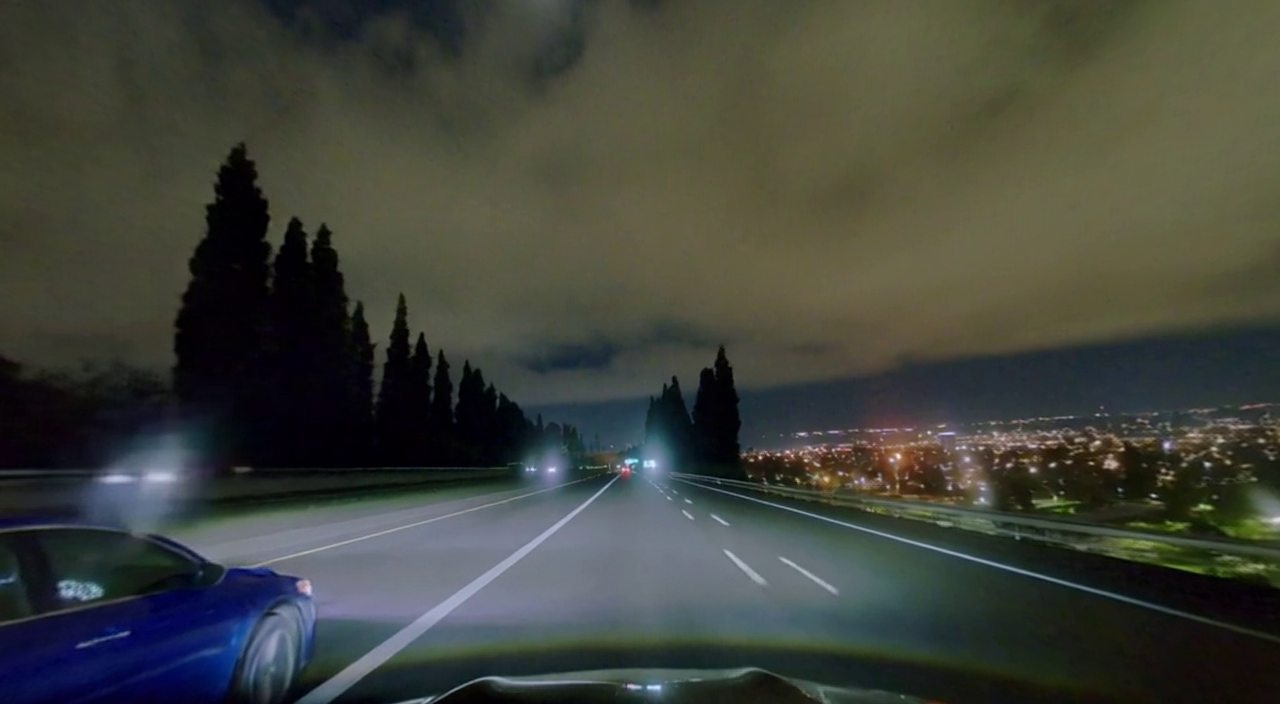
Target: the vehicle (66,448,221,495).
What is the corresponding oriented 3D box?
[{"bbox_3d":[-17.667,4.303,22.775,1.882,1.481,4.548,1,-11,-1],"label":"vehicle"}]
